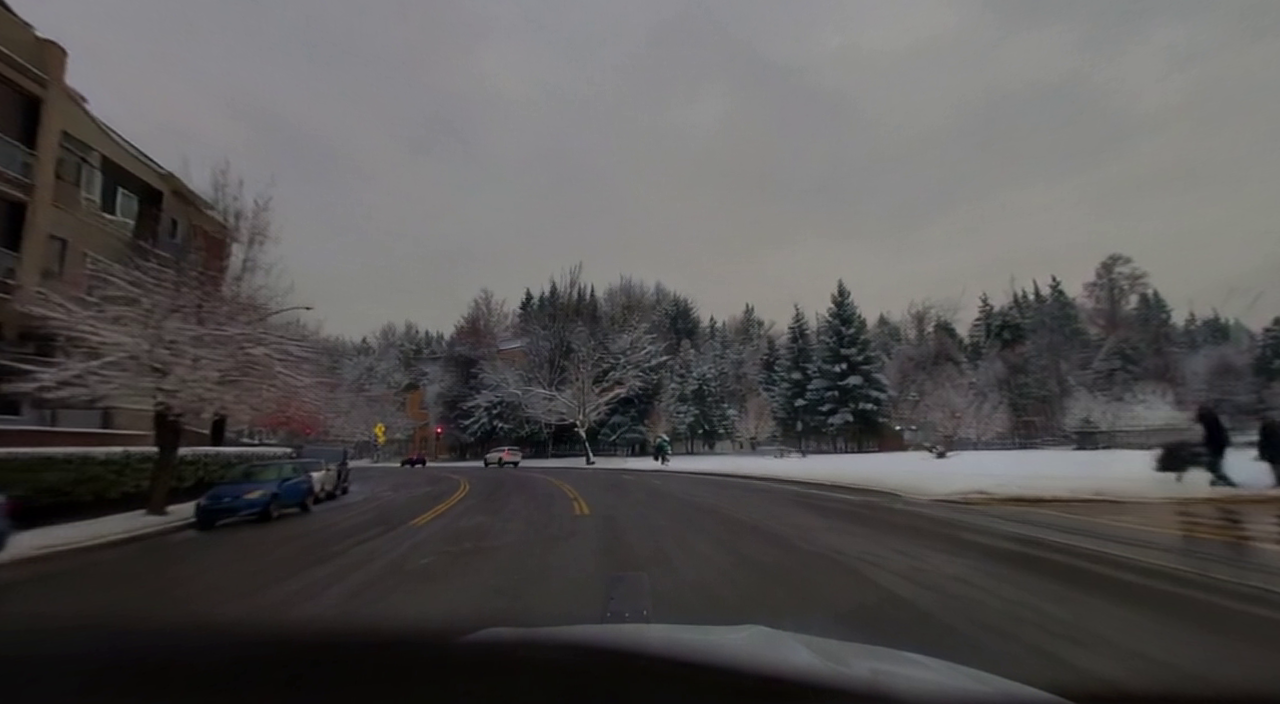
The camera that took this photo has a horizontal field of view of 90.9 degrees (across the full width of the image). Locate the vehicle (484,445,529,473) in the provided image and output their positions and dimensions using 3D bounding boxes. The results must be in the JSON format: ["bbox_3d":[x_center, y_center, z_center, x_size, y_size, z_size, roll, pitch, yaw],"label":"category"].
[{"bbox_3d":[-9.153,7.238,42.900,2.000,1.809,4.405,4,-9,-25],"label":"vehicle"}]

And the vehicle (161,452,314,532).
[{"bbox_3d":[-10.040,3.442,16.160,1.908,1.602,4.279,-1,-8,-13],"label":"vehicle"}]
